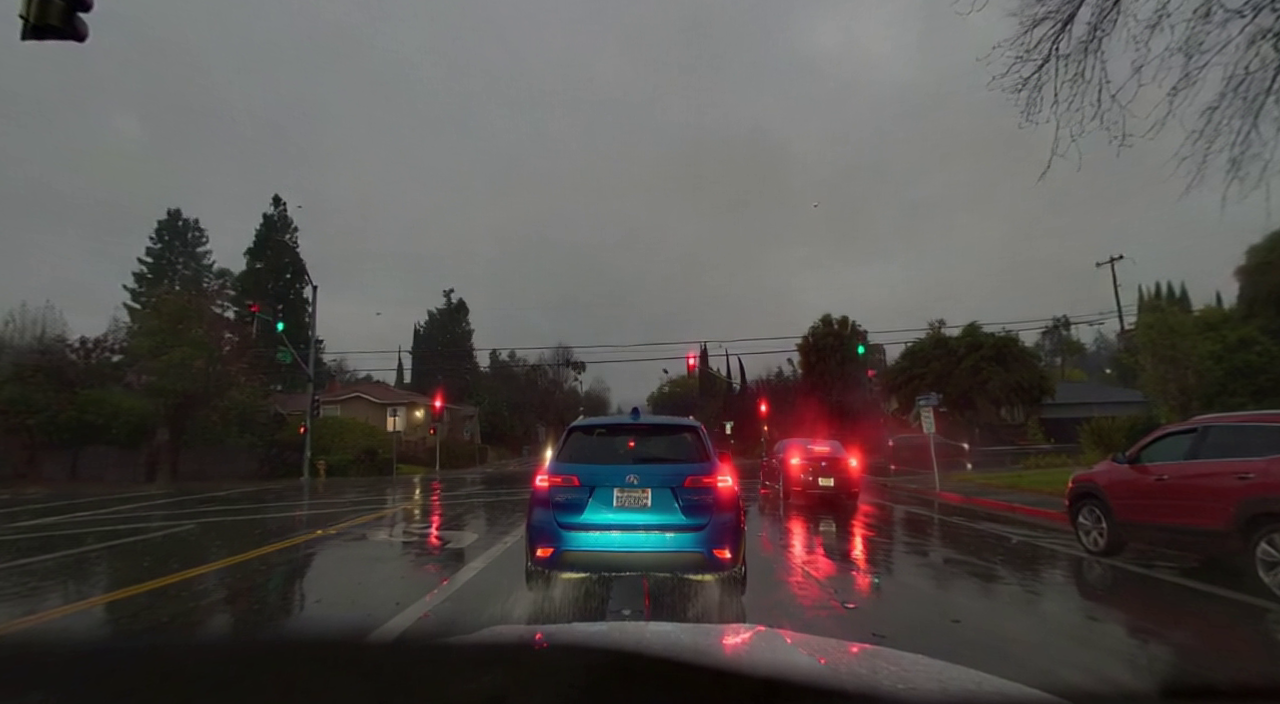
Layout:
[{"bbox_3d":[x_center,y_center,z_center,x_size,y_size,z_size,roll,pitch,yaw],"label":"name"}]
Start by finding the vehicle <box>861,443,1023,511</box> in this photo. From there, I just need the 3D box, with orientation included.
[{"bbox_3d":[7.276,3.012,15.810,1.860,1.436,4.479,0,-8,0],"label":"vehicle"}]

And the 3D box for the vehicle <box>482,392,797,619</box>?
[{"bbox_3d":[0.026,1.456,6.923,2.322,1.667,4.367,0,-8,1],"label":"vehicle"}]

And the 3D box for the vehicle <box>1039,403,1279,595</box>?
[{"bbox_3d":[7.016,1.545,7.050,1.989,1.791,4.735,0,-8,0],"label":"vehicle"}]
